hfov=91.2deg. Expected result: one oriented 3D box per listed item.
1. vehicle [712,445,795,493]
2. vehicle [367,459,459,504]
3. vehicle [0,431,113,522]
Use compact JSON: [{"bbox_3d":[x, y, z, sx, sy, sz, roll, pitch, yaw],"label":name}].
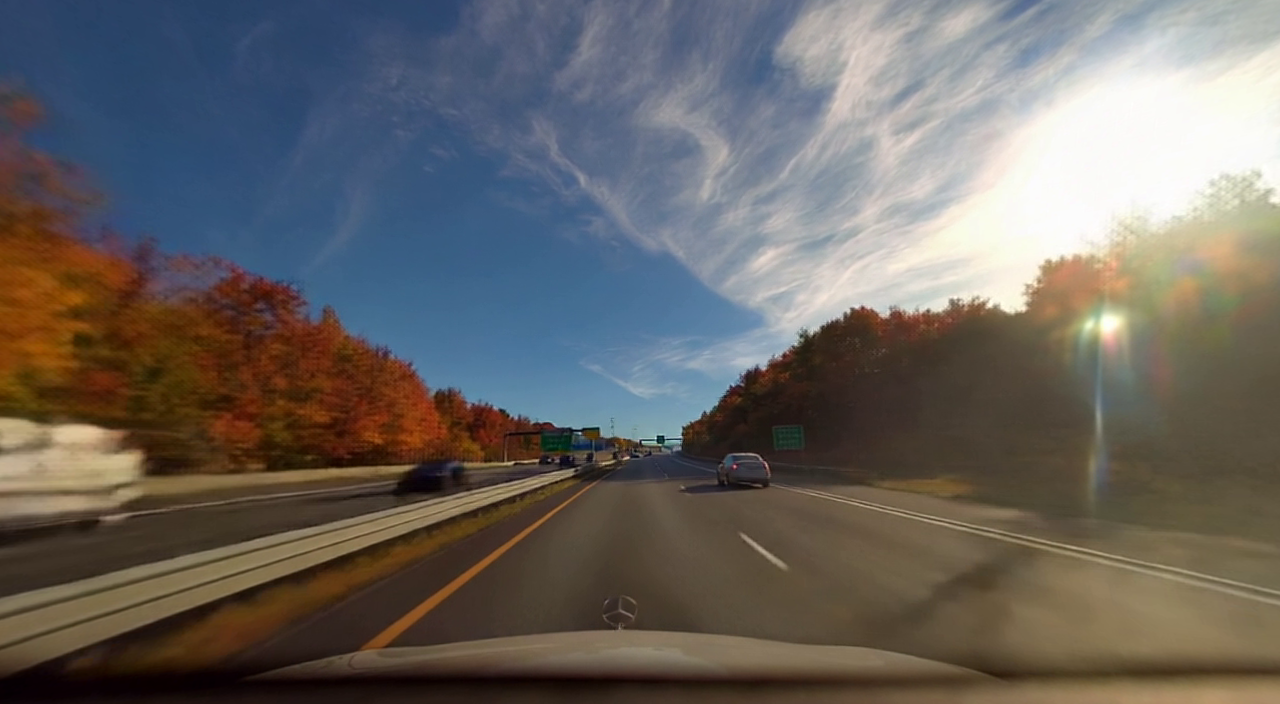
[{"bbox_3d":[4.028,4.238,23.050,2.070,1.546,4.648,0,-9,-1],"label":"vehicle"},{"bbox_3d":[-8.629,4.935,24.283,1.911,1.493,4.427,0,-9,0],"label":"vehicle"},{"bbox_3d":[-12.981,2.373,11.921,1.988,1.689,4.482,0,-9,0],"label":"vehicle"}]
